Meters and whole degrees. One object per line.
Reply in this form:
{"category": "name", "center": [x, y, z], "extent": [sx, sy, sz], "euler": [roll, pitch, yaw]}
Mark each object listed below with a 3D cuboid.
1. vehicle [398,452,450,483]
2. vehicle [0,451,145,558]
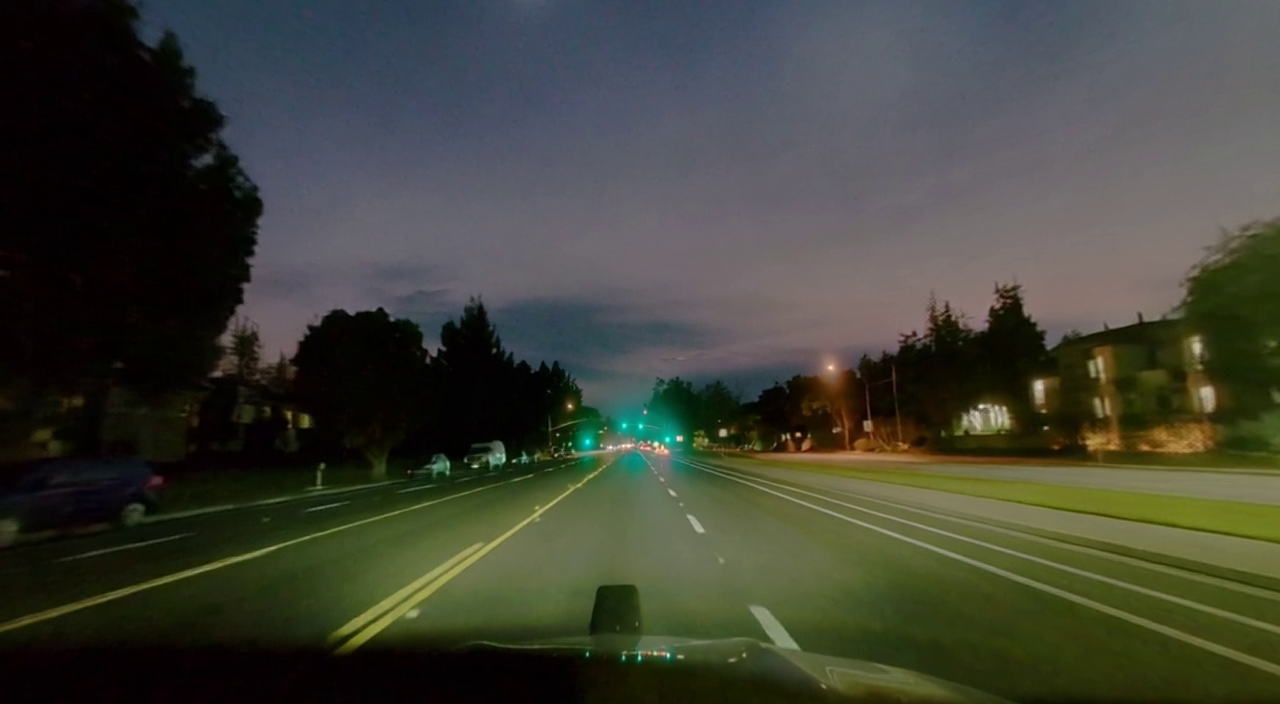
{"category": "vehicle", "center": [-12.402, 6.615, 36.491], "extent": [1.762, 1.552, 3.901], "euler": [-3, -9, -2]}
{"category": "vehicle", "center": [-12.232, 2.897, 12.186], "extent": [2.000, 1.821, 4.314], "euler": [-2, -8, -3]}
